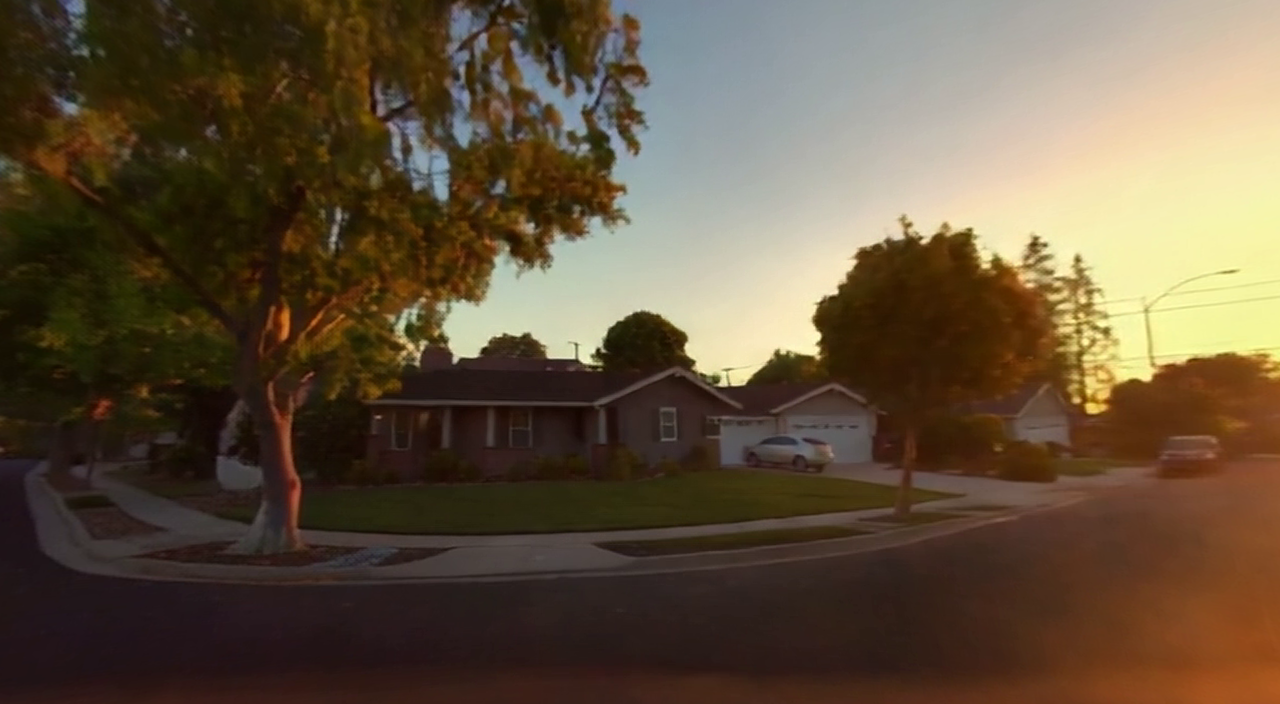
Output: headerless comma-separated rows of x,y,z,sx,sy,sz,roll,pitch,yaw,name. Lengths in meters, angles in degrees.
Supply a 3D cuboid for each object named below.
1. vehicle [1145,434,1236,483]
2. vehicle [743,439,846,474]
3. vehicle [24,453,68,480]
24.022,4.623,27.516,4.675,1.834,2.208,8,-16,-43,vehicle
7.177,4.880,29.690,1.844,1.495,4.404,7,-11,-42,vehicle
-41.048,7.883,43.749,2.011,1.483,4.620,5,-8,-41,vehicle
